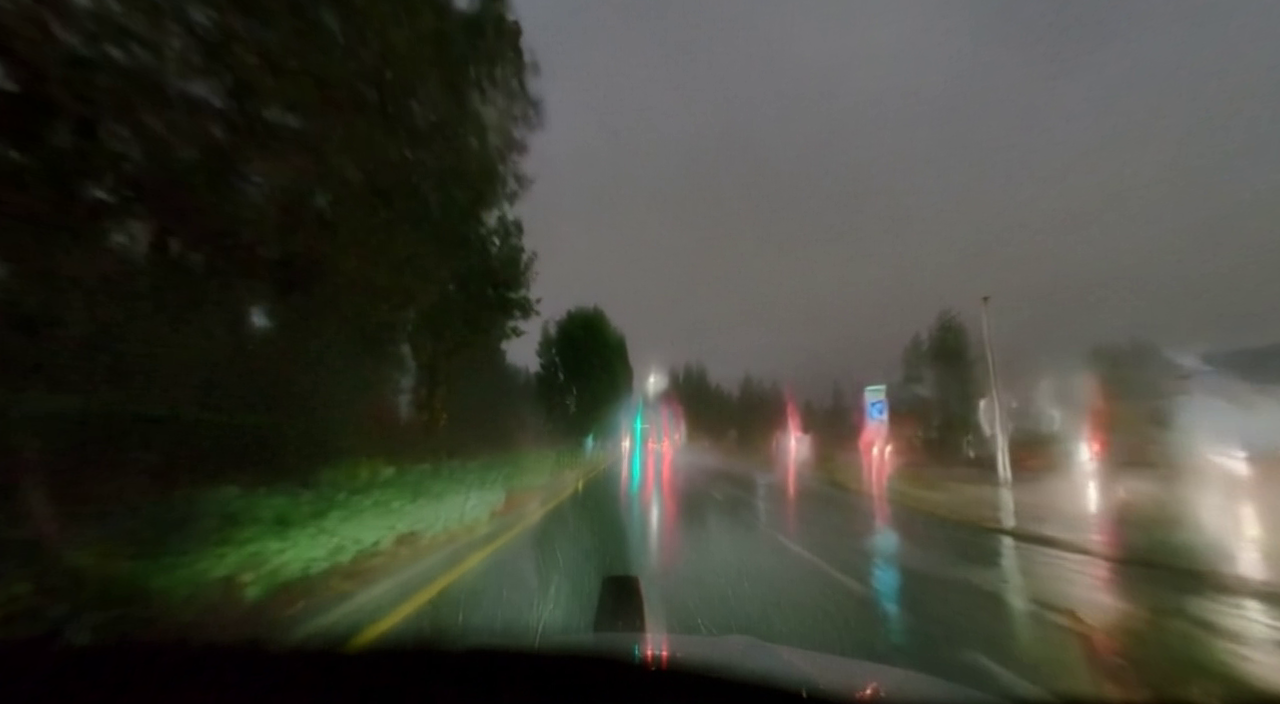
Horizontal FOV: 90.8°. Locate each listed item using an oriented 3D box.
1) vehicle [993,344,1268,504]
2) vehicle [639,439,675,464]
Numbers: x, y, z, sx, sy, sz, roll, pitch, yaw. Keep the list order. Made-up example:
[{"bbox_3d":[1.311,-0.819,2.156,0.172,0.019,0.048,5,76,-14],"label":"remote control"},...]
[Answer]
[{"bbox_3d":[10.986,1.762,14.907,3.250,3.147,4.411,-1,-9,11],"label":"vehicle"},{"bbox_3d":[1.208,7.392,47.022,2.183,1.744,4.424,1,-9,-4],"label":"vehicle"}]
